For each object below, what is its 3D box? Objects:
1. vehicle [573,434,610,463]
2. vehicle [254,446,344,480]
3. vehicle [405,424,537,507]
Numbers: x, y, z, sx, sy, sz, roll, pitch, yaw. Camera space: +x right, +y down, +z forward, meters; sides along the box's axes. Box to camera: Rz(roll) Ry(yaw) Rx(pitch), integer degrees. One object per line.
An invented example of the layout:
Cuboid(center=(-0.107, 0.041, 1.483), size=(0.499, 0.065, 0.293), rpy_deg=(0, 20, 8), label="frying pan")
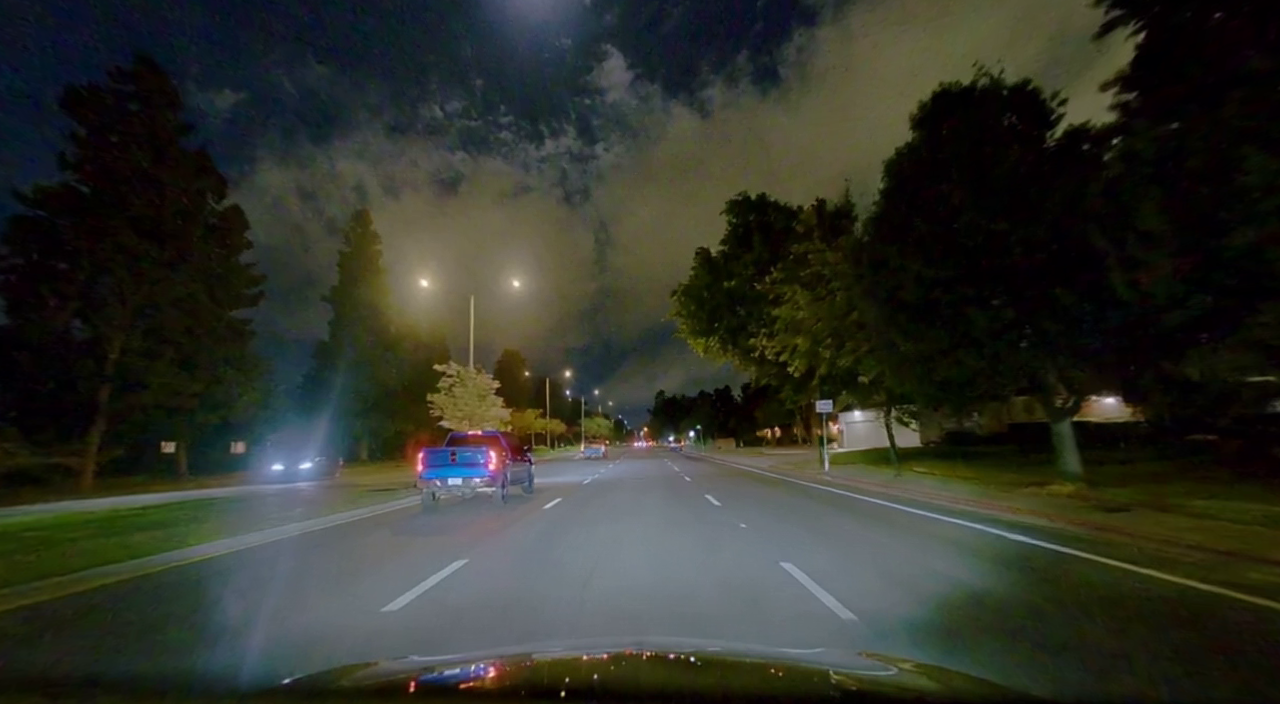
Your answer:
Cuboid(center=(-3.458, 6.978, 45.583), size=(2.230, 1.987, 4.385), rpy_deg=(0, -8, 1), label="vehicle")
Cuboid(center=(-20.780, 6.748, 38.770), size=(2.222, 1.888, 5.772), rpy_deg=(0, -8, 1), label="vehicle")
Cuboid(center=(-3.991, 2.778, 15.866), size=(2.002, 1.747, 4.728), rpy_deg=(0, -8, 0), label="vehicle")
